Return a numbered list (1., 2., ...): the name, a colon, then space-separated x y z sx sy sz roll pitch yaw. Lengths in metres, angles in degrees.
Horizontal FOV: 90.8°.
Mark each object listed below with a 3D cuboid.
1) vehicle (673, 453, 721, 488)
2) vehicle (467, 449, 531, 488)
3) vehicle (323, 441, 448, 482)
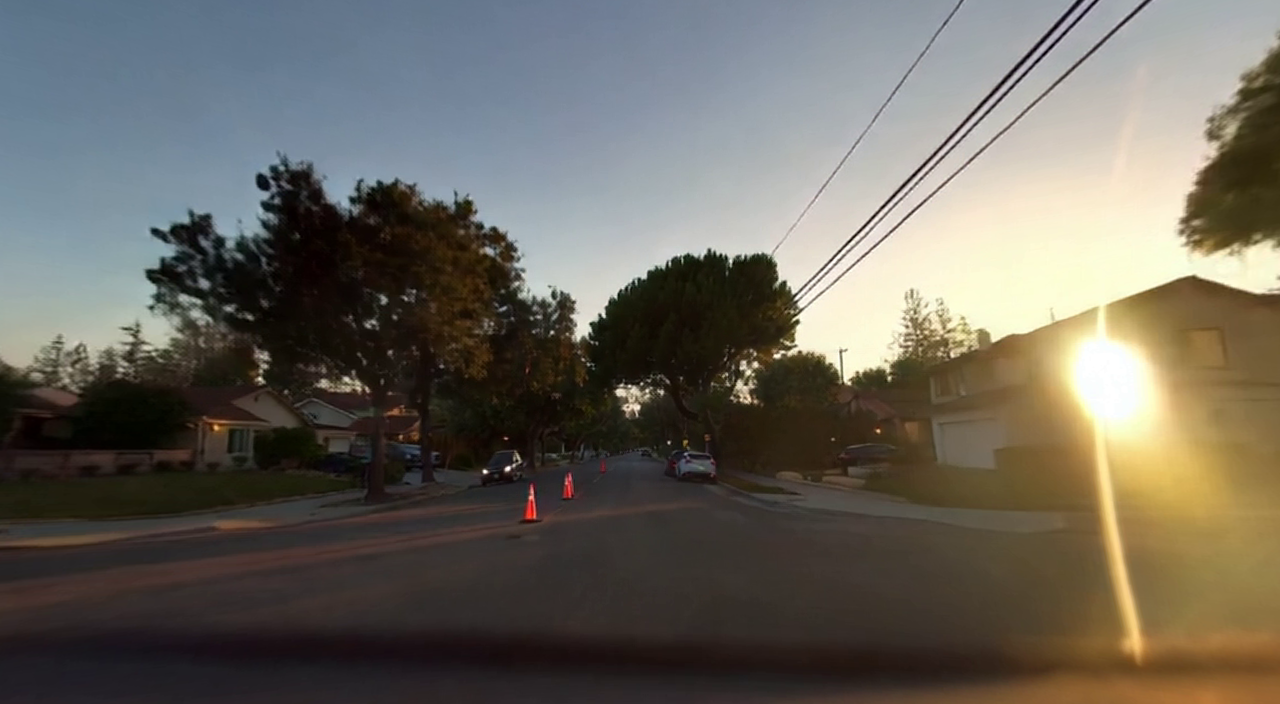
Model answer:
1. vehicle: 2.803 5.924 31.902 1.896 1.602 4.571 2 -9 -1
2. vehicle: -7.521 6.329 34.414 2.266 1.877 5.167 -1 -10 0
3. vehicle: -15.633 6.754 39.146 6.526 2.046 2.522 3 -9 -2
